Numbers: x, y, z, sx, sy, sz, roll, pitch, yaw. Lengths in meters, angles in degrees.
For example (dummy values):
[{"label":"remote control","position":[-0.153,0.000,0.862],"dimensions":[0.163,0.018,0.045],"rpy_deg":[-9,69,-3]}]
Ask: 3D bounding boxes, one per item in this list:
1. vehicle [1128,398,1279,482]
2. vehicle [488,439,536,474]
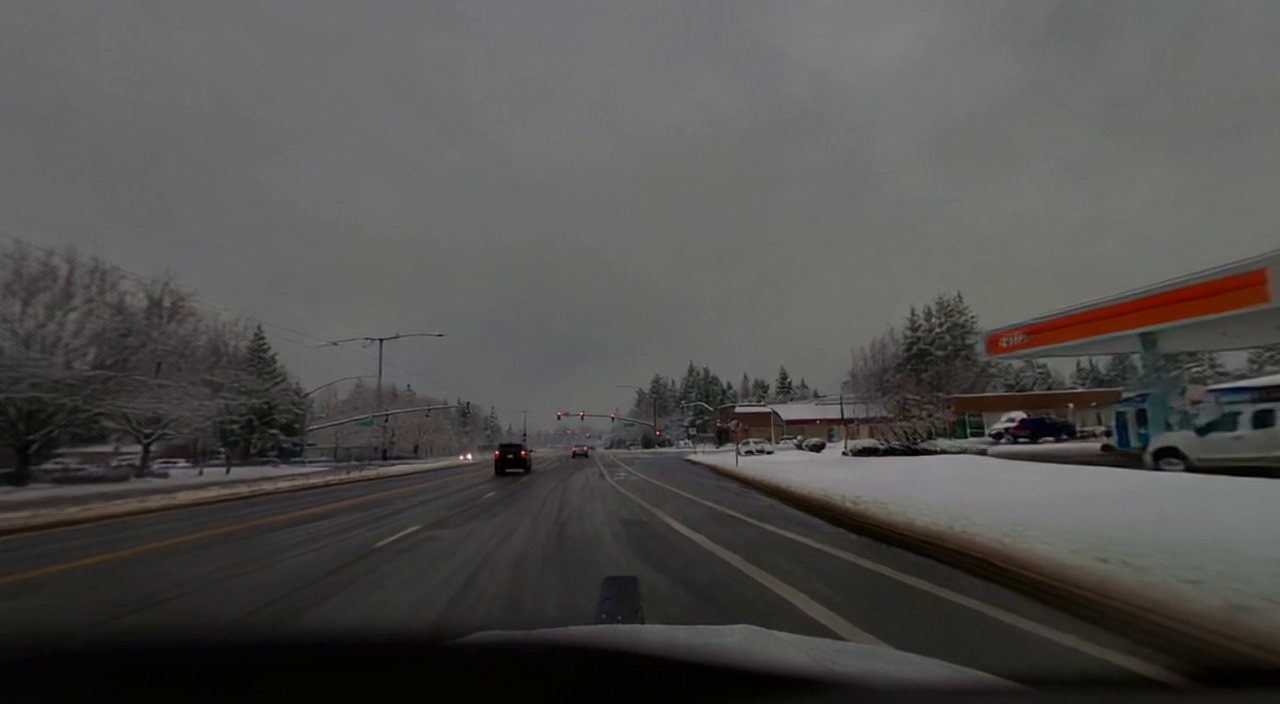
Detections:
[{"label":"vehicle","position":[13.934,2.014,14.456],"dimensions":[3.991,1.756,1.827],"rpy_deg":[0,-9,-3]},{"label":"vehicle","position":[-6.998,5.755,34.954],"dimensions":[1.985,1.772,4.479],"rpy_deg":[0,-9,-3]}]
